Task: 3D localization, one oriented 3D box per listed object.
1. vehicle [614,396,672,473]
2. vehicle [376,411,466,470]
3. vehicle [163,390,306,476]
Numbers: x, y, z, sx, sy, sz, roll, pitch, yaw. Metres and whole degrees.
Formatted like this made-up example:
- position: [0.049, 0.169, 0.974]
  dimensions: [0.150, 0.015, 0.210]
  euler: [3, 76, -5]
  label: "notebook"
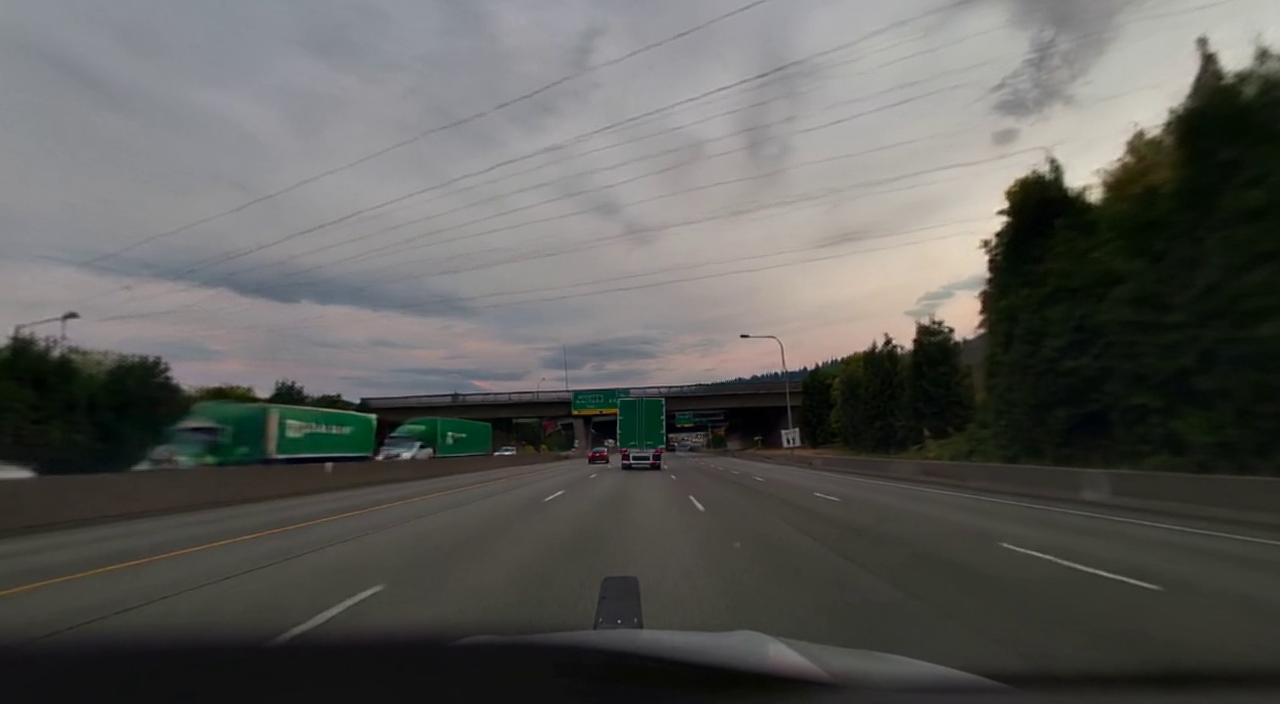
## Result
- position: [0.095, 5.269, 39.333]
  dimensions: [3.025, 4.002, 12.709]
  euler: [0, -9, -1]
  label: "vehicle"
- position: [-15.595, 6.533, 45.710]
  dimensions: [2.809, 3.787, 9.920]
  euler: [0, -9, 1]
  label: "vehicle"
- position: [-19.927, 4.122, 31.438]
  dimensions: [2.956, 3.854, 5.923]
  euler: [-1, -9, 1]
  label: "vehicle"
